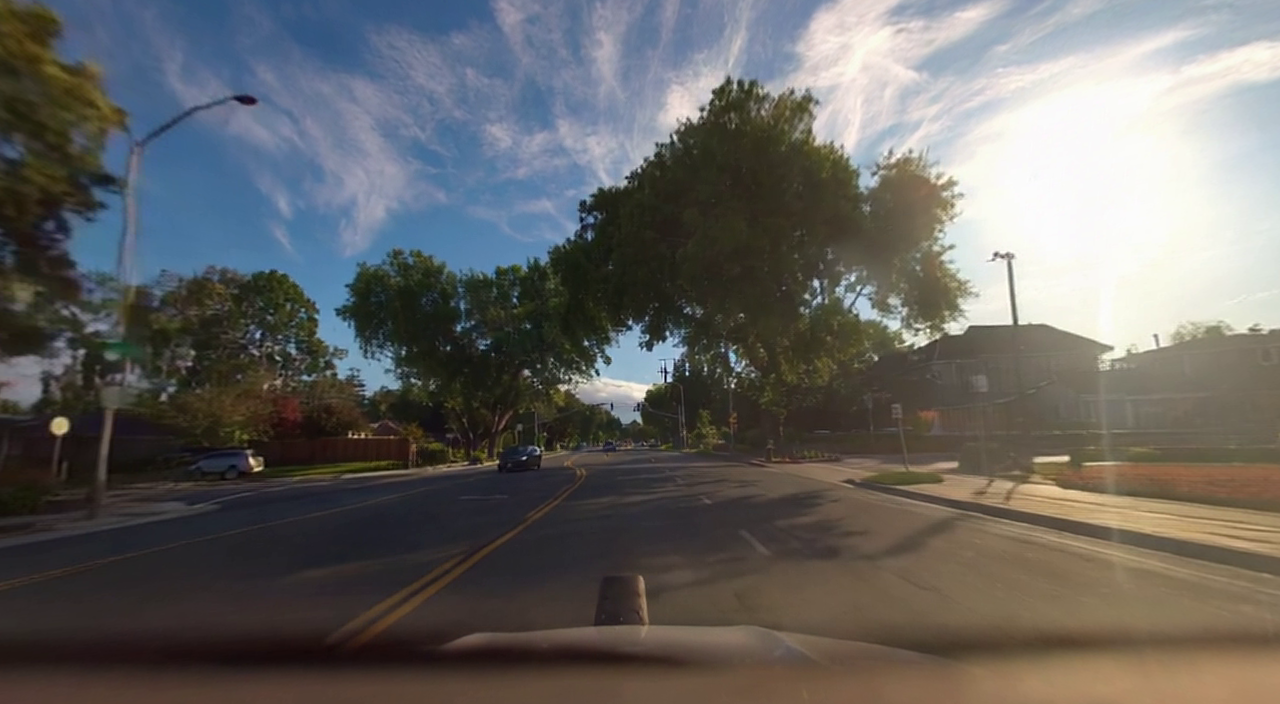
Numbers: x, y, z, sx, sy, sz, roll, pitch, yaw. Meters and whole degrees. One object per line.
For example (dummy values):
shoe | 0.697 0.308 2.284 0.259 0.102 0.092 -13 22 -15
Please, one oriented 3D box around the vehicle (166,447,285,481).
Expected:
vehicle | -25.930 6.957 39.763 2.239 1.961 5.660 -6 -10 33
